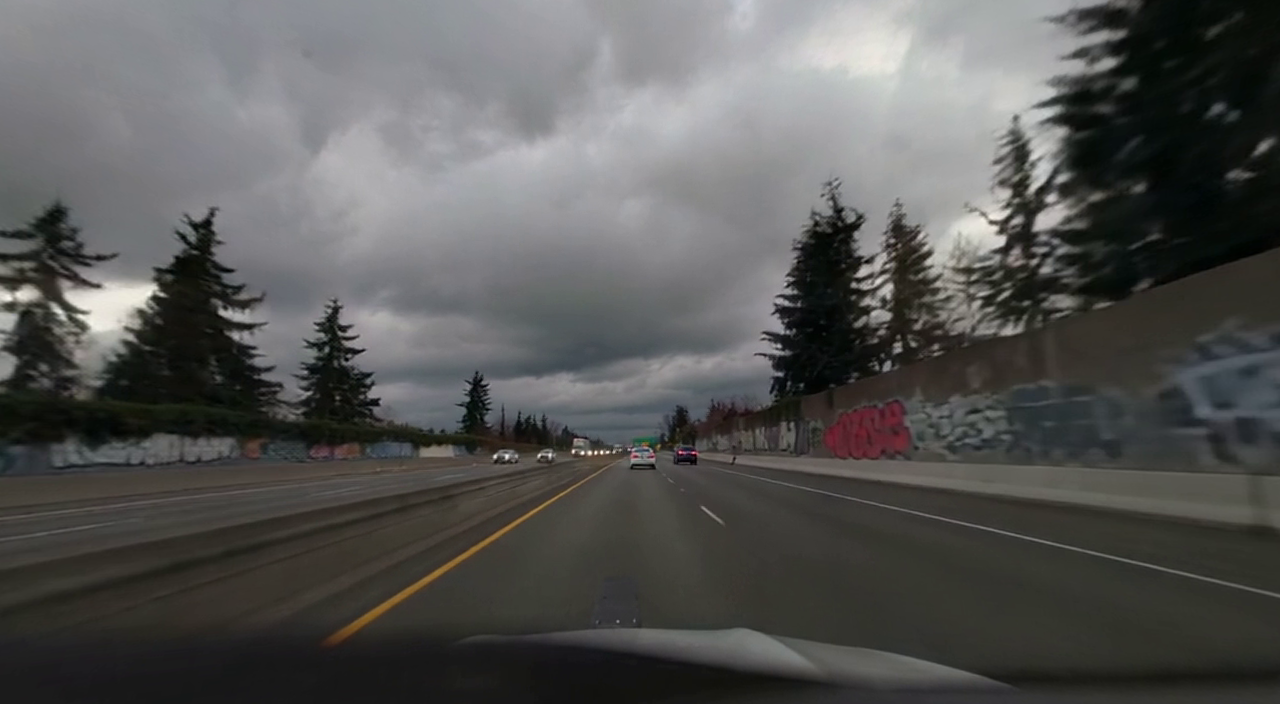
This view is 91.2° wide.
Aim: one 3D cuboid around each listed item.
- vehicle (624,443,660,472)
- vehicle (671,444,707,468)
[{"bbox_3d":[0.119,6.517,39.050,2.095,1.671,4.219,0,-9,-1],"label":"vehicle"},{"bbox_3d":[3.541,7.635,46.078,2.303,1.614,4.154,-1,-9,0],"label":"vehicle"}]
